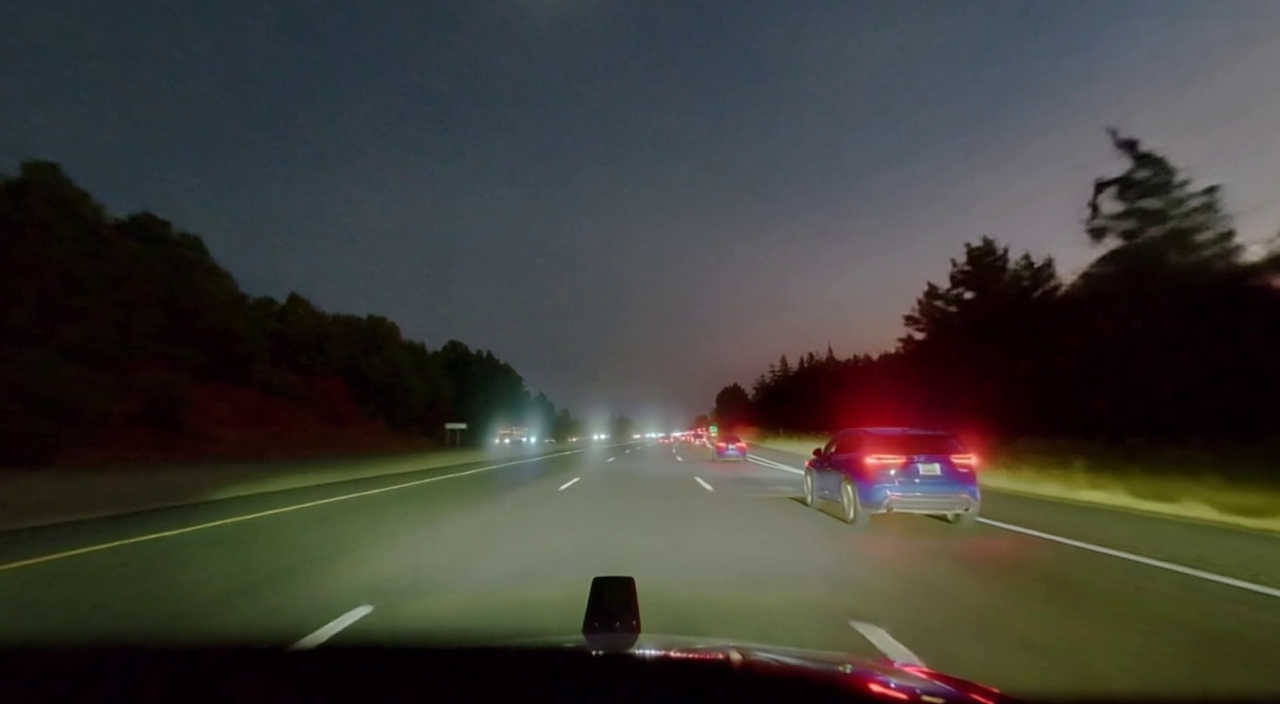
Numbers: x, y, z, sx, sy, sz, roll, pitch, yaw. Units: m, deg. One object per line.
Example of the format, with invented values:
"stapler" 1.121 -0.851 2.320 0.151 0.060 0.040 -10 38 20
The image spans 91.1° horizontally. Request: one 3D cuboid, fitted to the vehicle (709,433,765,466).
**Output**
"vehicle" 4.494 4.584 29.778 1.982 1.452 4.294 0 -8 0
